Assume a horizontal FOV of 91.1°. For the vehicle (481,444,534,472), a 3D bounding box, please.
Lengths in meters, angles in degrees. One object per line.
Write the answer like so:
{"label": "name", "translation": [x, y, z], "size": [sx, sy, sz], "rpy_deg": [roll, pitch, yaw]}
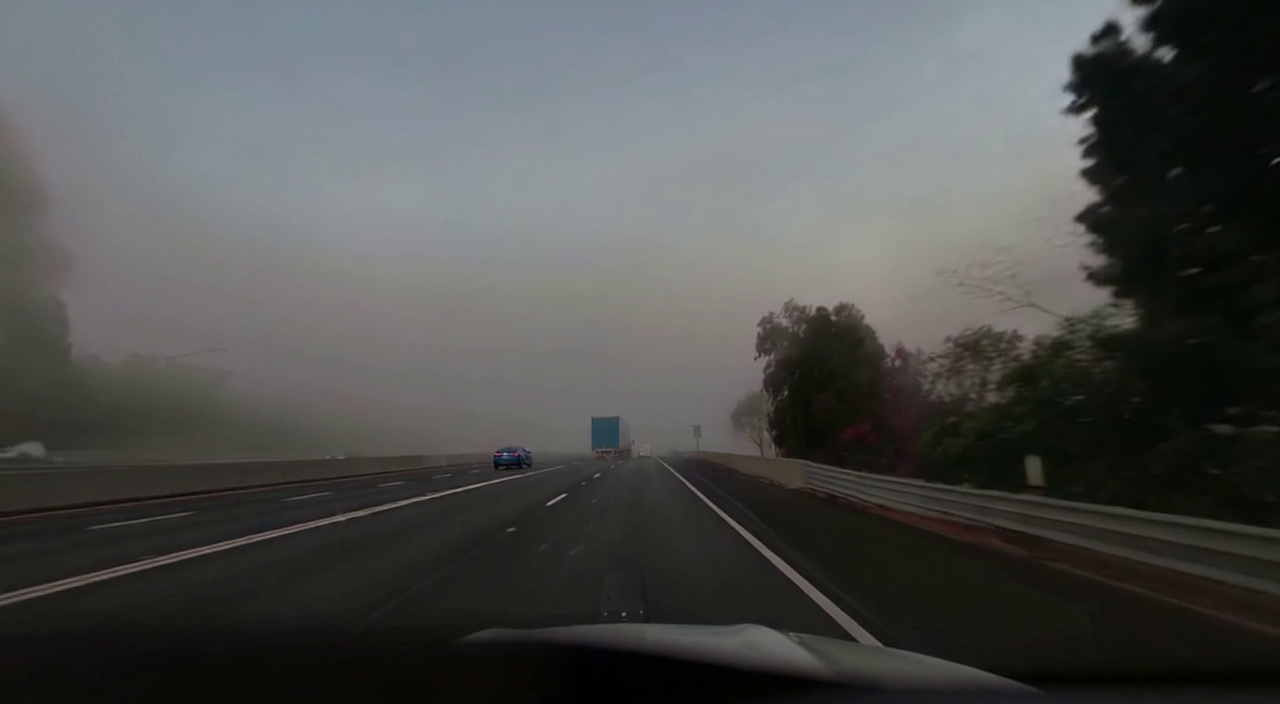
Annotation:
{"label": "vehicle", "translation": [-7.501, 6.039, 36.009], "size": [1.901, 1.467, 4.629], "rpy_deg": [0, -8, 2]}
